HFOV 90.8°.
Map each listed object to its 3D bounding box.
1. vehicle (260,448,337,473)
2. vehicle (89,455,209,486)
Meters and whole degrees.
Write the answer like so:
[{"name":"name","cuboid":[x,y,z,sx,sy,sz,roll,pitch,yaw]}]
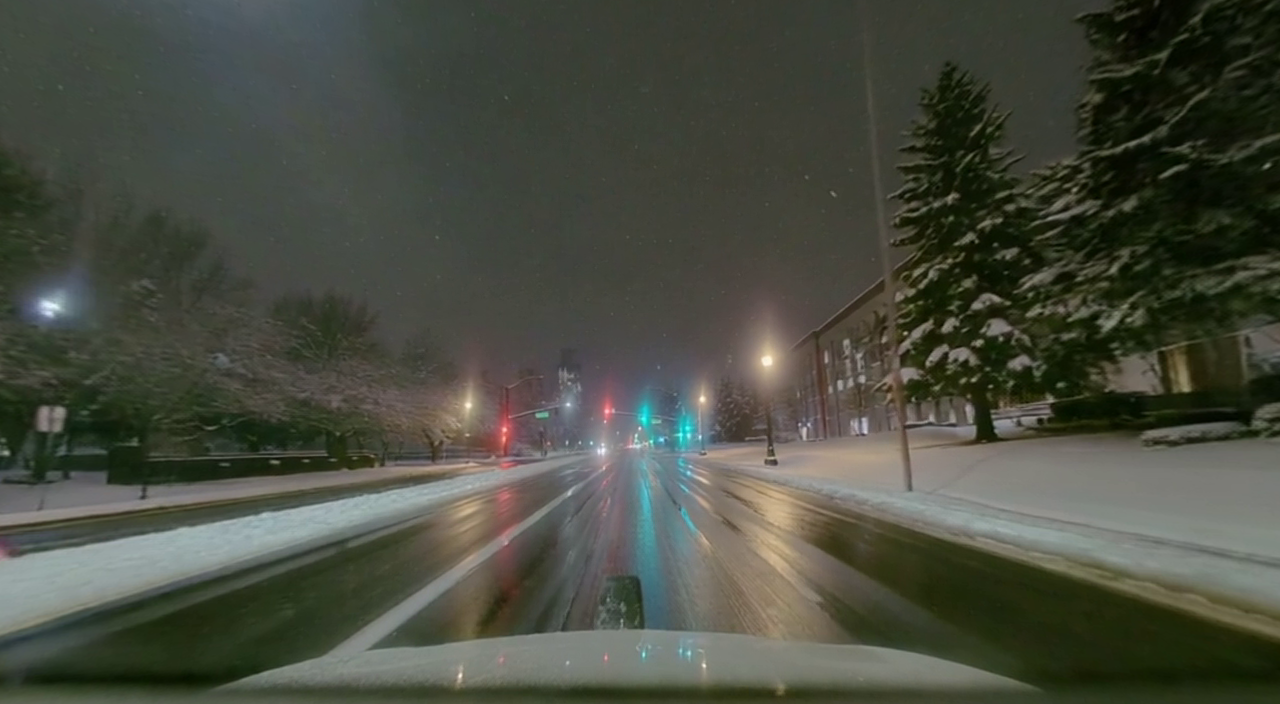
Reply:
[{"name":"vehicle","cuboid":[-24.609,7.819,45.708,4.377,1.668,1.977,1,-9,-6]},{"name":"vehicle","cuboid":[-25.031,6.025,32.293,4.417,1.460,2.076,0,-8,2]}]
